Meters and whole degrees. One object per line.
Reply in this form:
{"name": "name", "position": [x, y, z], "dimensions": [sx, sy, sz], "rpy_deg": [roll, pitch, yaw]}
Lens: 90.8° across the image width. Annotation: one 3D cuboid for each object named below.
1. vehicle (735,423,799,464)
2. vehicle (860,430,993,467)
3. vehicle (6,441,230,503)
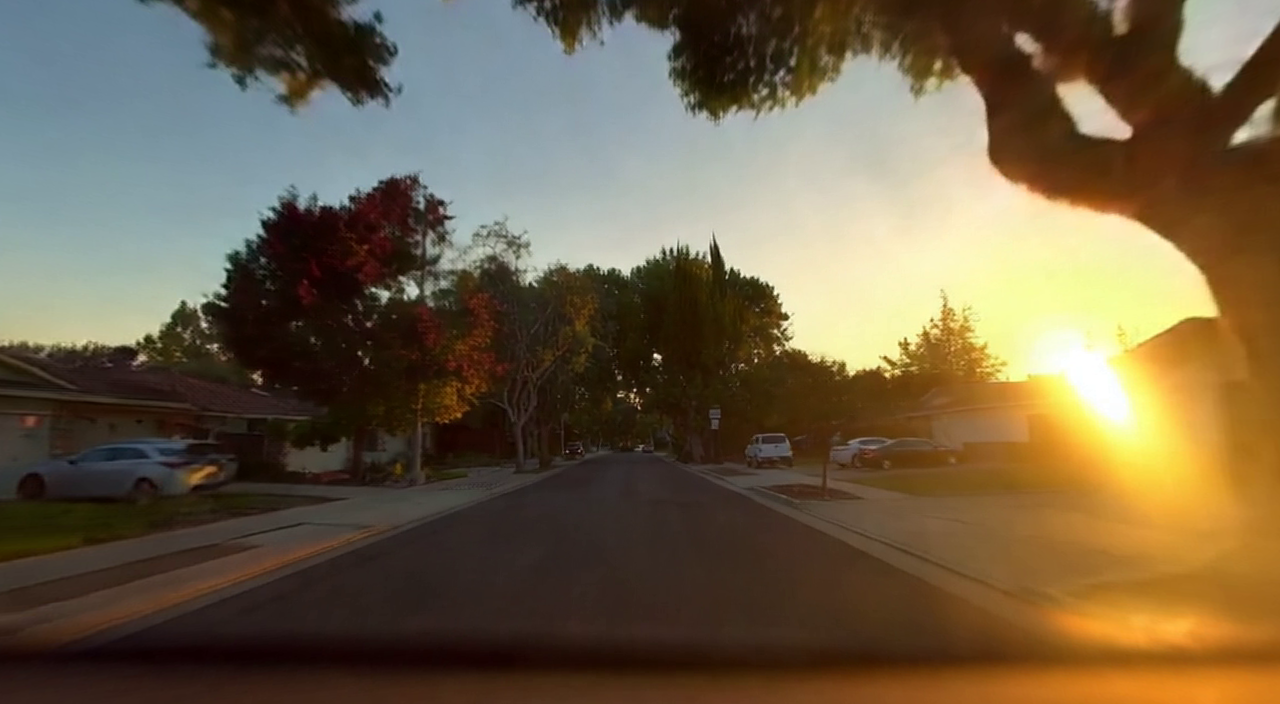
{"name": "vehicle", "position": [6.759, 4.937, 34.138], "dimensions": [2.233, 1.923, 4.848], "rpy_deg": [-4, -8, -2]}
{"name": "vehicle", "position": [12.053, 4.091, 26.792], "dimensions": [4.686, 1.466, 1.869], "rpy_deg": [0, -8, -1]}
{"name": "vehicle", "position": [-13.760, 3.161, 16.908], "dimensions": [4.190, 1.529, 1.880], "rpy_deg": [0, -8, -4]}
